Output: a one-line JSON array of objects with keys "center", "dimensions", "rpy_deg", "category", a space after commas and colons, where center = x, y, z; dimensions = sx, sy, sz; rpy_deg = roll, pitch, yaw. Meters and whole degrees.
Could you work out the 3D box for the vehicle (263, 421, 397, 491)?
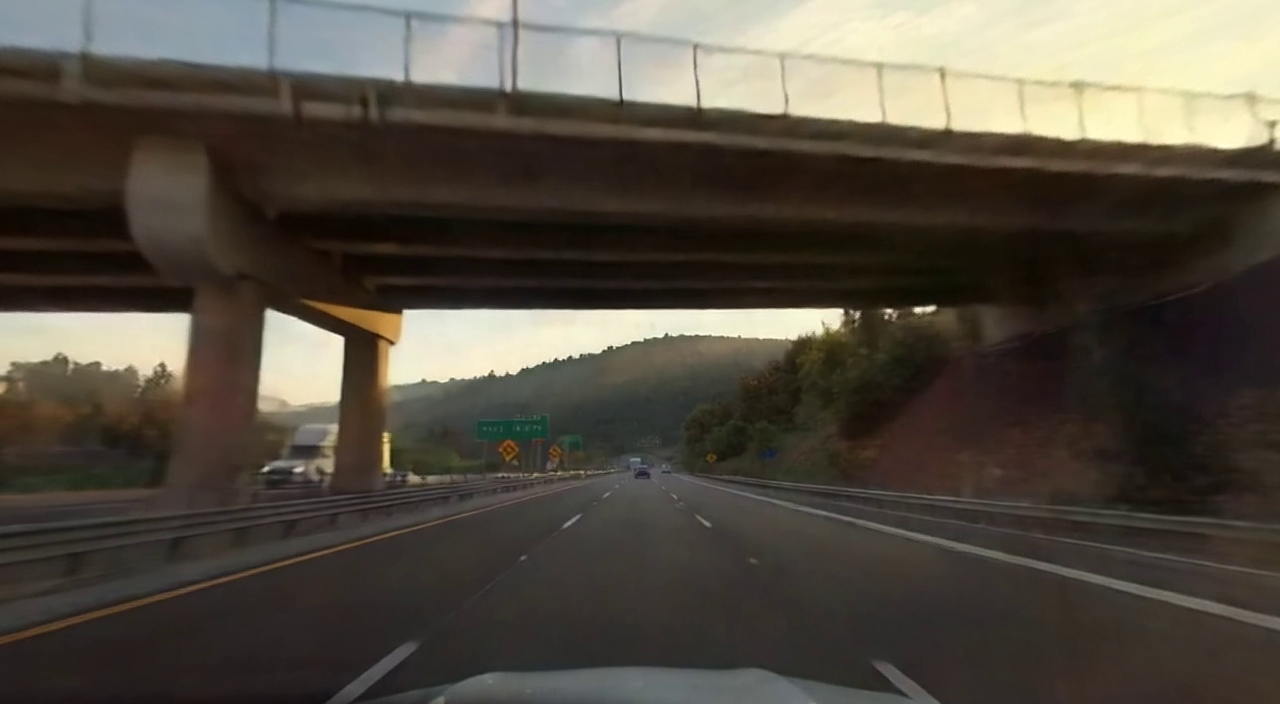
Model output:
[{"center": [-19.588, 6.854, 40.844], "dimensions": [2.981, 3.841, 10.691], "rpy_deg": [0, -11, 1], "category": "vehicle"}]
